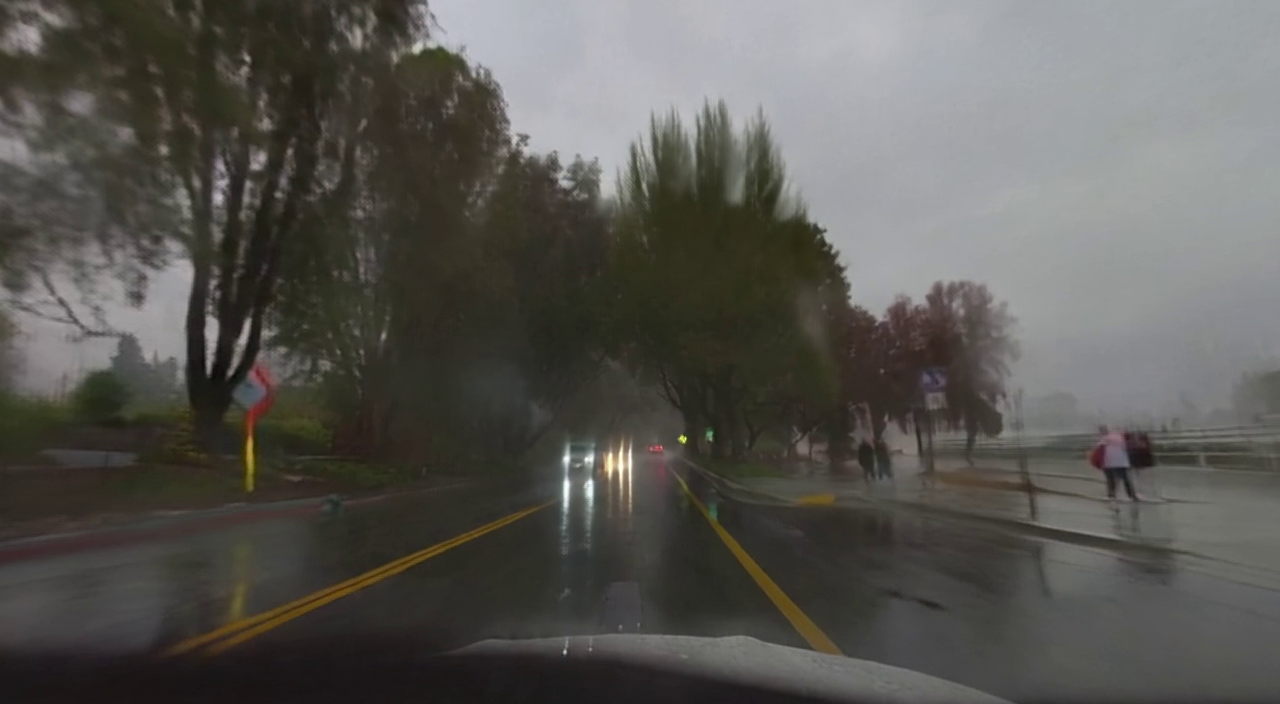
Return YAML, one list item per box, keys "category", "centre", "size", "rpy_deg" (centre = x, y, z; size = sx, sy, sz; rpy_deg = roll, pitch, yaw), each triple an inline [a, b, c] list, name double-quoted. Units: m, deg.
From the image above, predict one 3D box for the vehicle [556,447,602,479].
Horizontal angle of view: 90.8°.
- category: "vehicle"
  centre: [-3.265, 6.024, 34.466]
  size: [1.898, 1.606, 3.927]
  rpy_deg: [-1, -8, 3]
